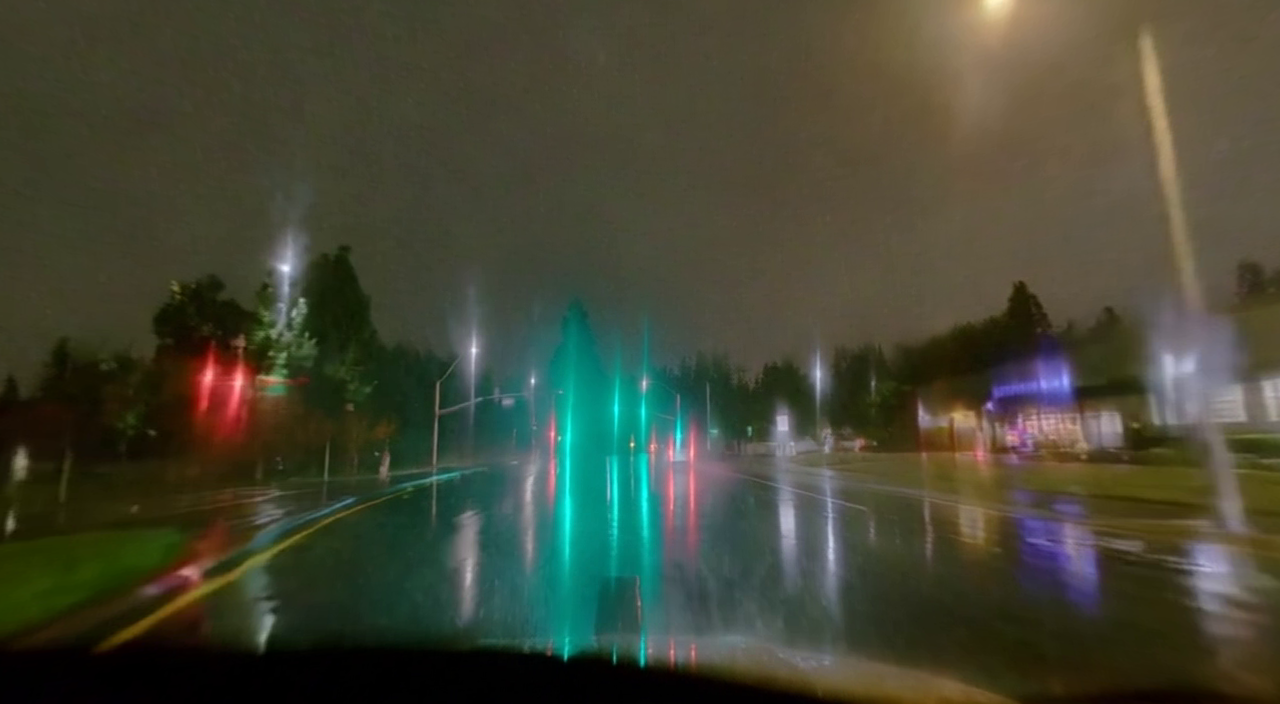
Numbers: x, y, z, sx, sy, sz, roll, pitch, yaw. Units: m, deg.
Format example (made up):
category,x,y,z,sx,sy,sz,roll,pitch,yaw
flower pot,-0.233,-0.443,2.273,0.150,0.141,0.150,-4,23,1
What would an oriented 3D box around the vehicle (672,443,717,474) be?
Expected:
category,x,y,z,sx,sy,sz,roll,pitch,yaw
vehicle,2.910,5.749,34.372,1.961,1.580,4.020,0,-8,-2
